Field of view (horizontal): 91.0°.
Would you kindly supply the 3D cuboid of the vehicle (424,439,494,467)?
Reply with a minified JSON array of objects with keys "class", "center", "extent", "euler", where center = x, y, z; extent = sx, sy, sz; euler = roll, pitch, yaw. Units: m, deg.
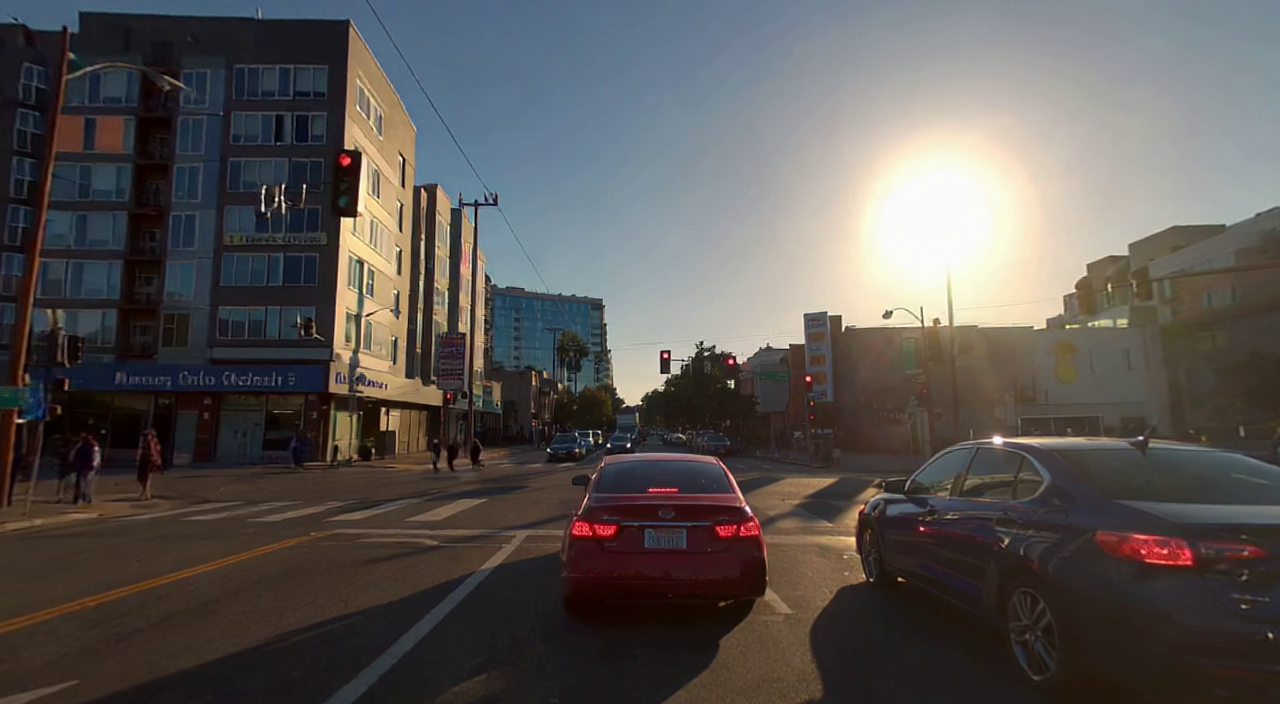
[{"class":"vehicle","center":[-10.795,6.032,37.762],"extent":[2.030,1.596,3.912],"euler":[-3,-9,20]}]

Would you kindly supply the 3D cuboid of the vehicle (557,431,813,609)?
[{"class":"vehicle","center":[0.303,1.705,7.364],"extent":[2.132,1.464,4.089],"euler":[0,-8,-2]}]

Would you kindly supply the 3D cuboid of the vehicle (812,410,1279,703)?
[{"class":"vehicle","center":[2.828,1.288,4.545],"extent":[1.961,1.498,4.356],"euler":[0,-8,0]}]
